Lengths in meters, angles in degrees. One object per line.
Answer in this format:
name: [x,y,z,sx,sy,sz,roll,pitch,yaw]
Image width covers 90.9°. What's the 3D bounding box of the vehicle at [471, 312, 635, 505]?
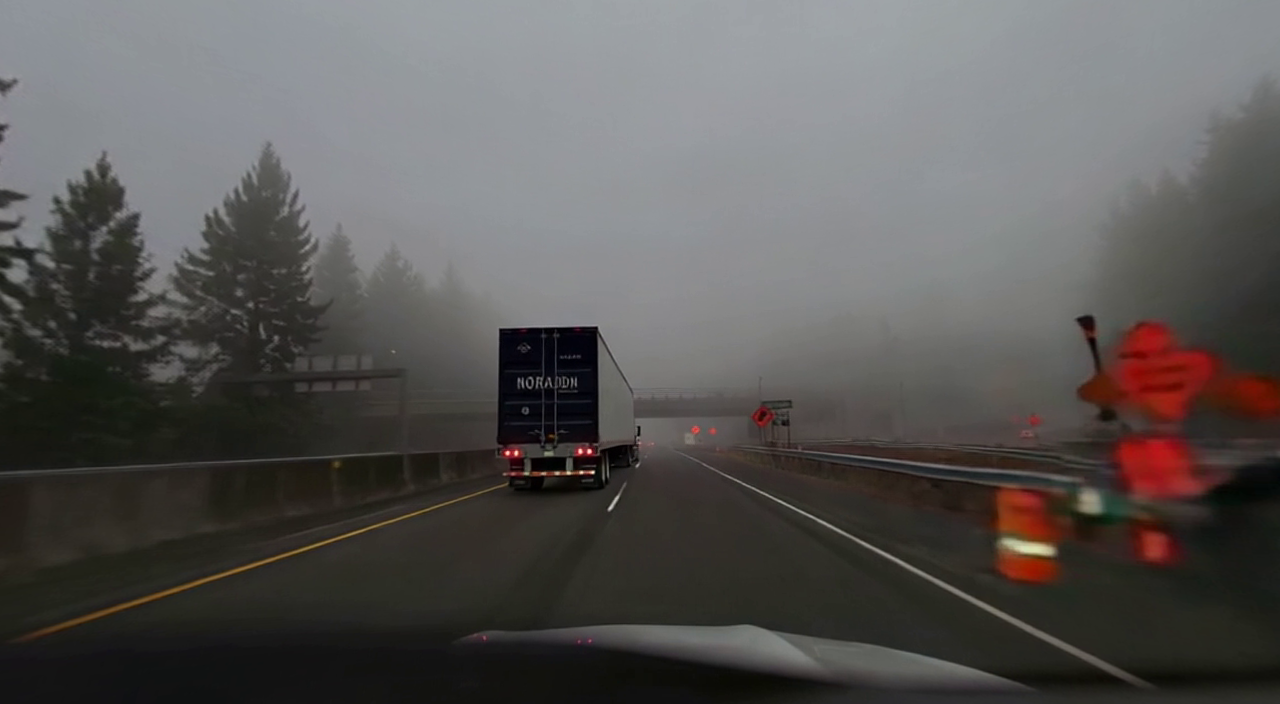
vehicle: [-1.890,2.334,21.432,2.873,4.060,16.327,0,-8,1]
